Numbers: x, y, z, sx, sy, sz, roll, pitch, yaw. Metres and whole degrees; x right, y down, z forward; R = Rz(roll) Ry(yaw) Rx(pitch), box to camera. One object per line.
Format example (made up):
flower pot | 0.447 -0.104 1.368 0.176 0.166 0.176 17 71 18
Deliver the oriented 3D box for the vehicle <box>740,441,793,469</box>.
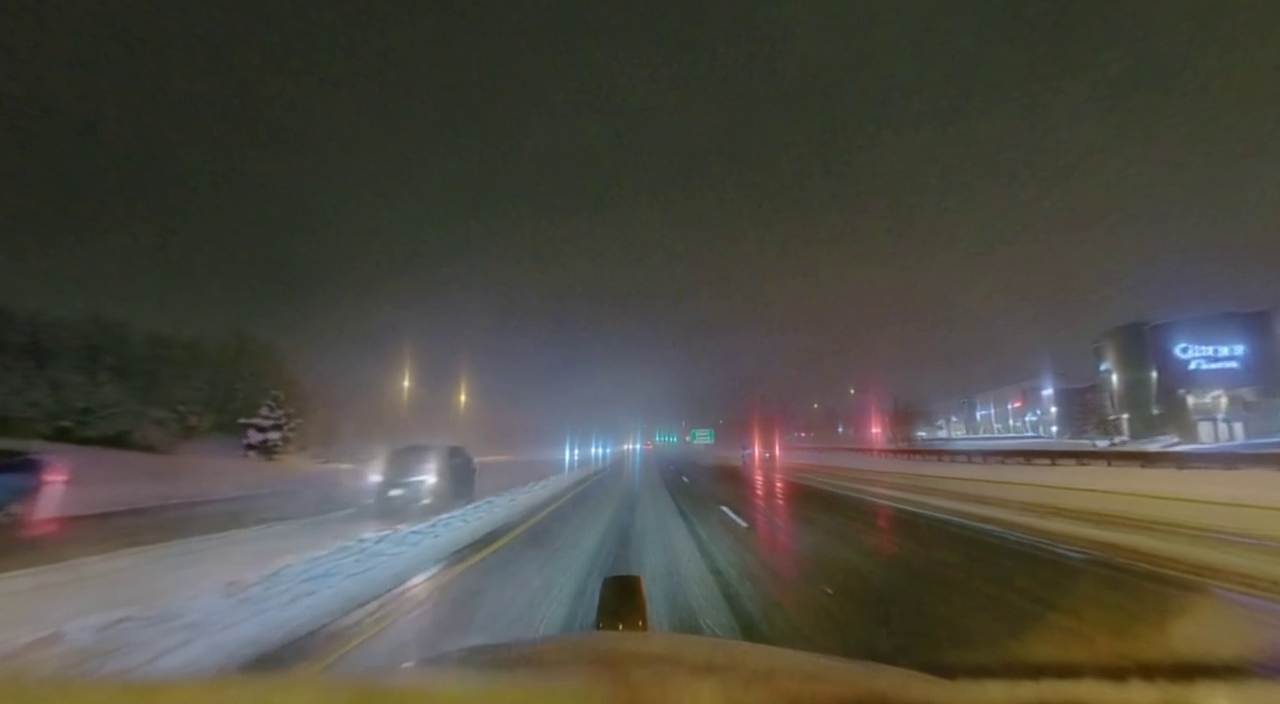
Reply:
vehicle | 7.510 6.167 37.788 2.079 1.518 5.032 0 -8 -1

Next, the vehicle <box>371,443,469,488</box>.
vehicle | -8.044 4.158 23.454 1.880 1.477 4.477 0 -8 2
